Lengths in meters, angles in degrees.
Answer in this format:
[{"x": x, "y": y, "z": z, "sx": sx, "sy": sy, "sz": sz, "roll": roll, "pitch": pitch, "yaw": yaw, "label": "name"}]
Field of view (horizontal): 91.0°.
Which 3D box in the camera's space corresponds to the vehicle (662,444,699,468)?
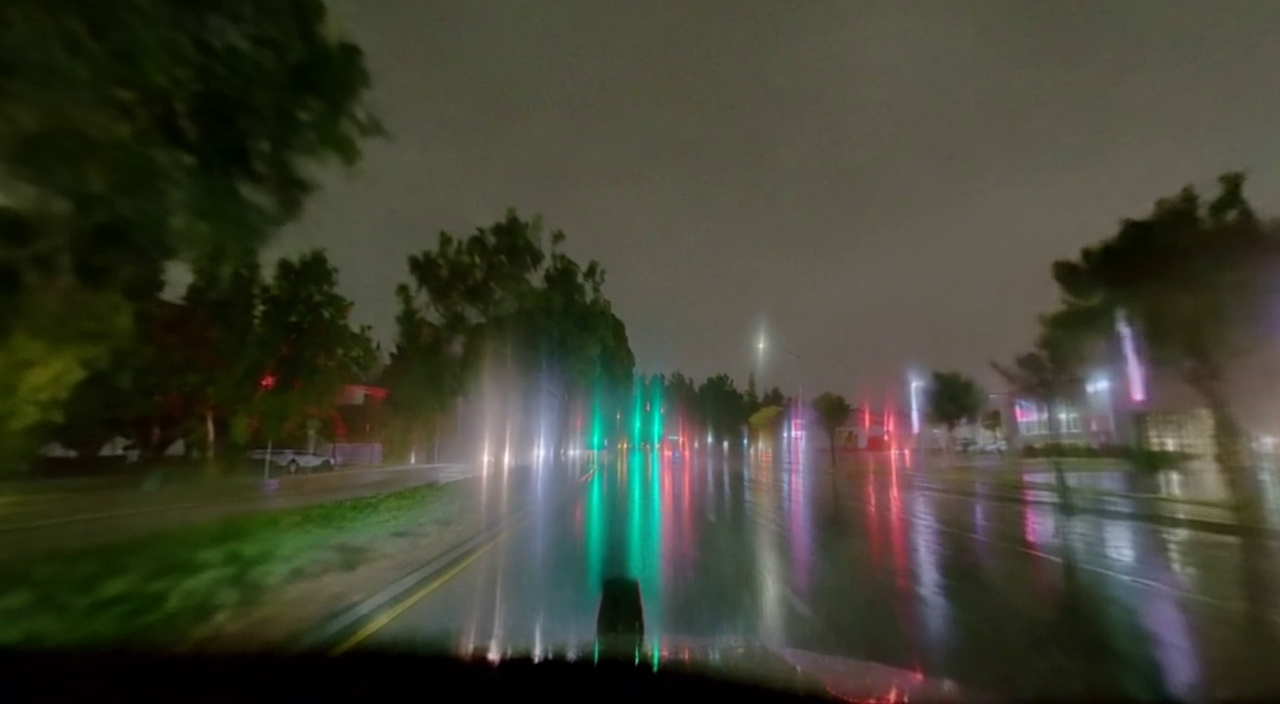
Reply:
[{"x": 2.635, "y": 6.899, "z": 41.905, "sx": 2.015, "sy": 1.479, "sz": 4.444, "roll": 0, "pitch": -9, "yaw": -2, "label": "vehicle"}]
